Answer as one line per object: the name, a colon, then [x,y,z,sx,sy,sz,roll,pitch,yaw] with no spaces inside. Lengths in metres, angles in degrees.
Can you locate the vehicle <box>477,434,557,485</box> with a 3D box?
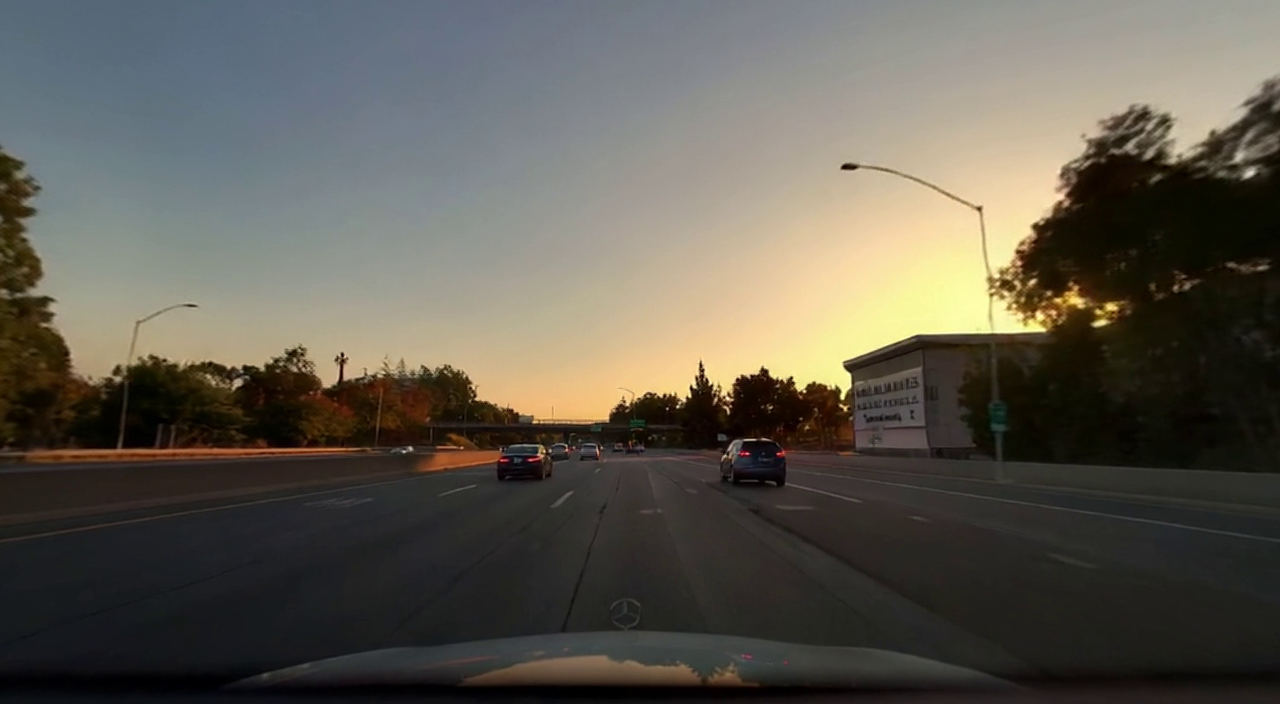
vehicle: [-4.678,4.149,24.791,2.176,1.779,4.755,0,-8,0]

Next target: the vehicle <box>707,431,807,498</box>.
vehicle: [3.215,3.178,18.312,1.997,1.686,4.247,0,-8,-1]
